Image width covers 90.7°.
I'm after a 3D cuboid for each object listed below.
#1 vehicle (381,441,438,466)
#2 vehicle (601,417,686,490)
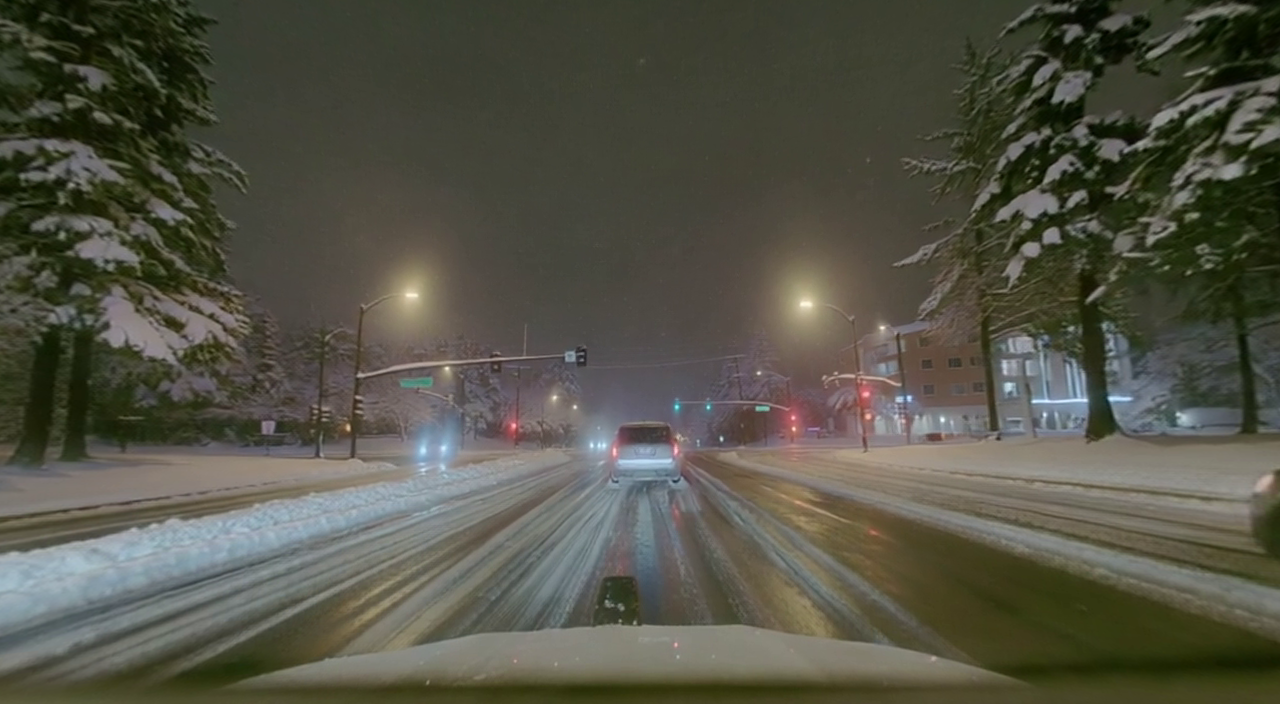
[{"bbox_3d":[-15.830,6.933,43.299,2.209,1.627,4.582,7,-11,-39],"label":"vehicle"},{"bbox_3d":[0.106,3.052,19.201,2.267,1.926,4.708,0,-9,0],"label":"vehicle"}]
